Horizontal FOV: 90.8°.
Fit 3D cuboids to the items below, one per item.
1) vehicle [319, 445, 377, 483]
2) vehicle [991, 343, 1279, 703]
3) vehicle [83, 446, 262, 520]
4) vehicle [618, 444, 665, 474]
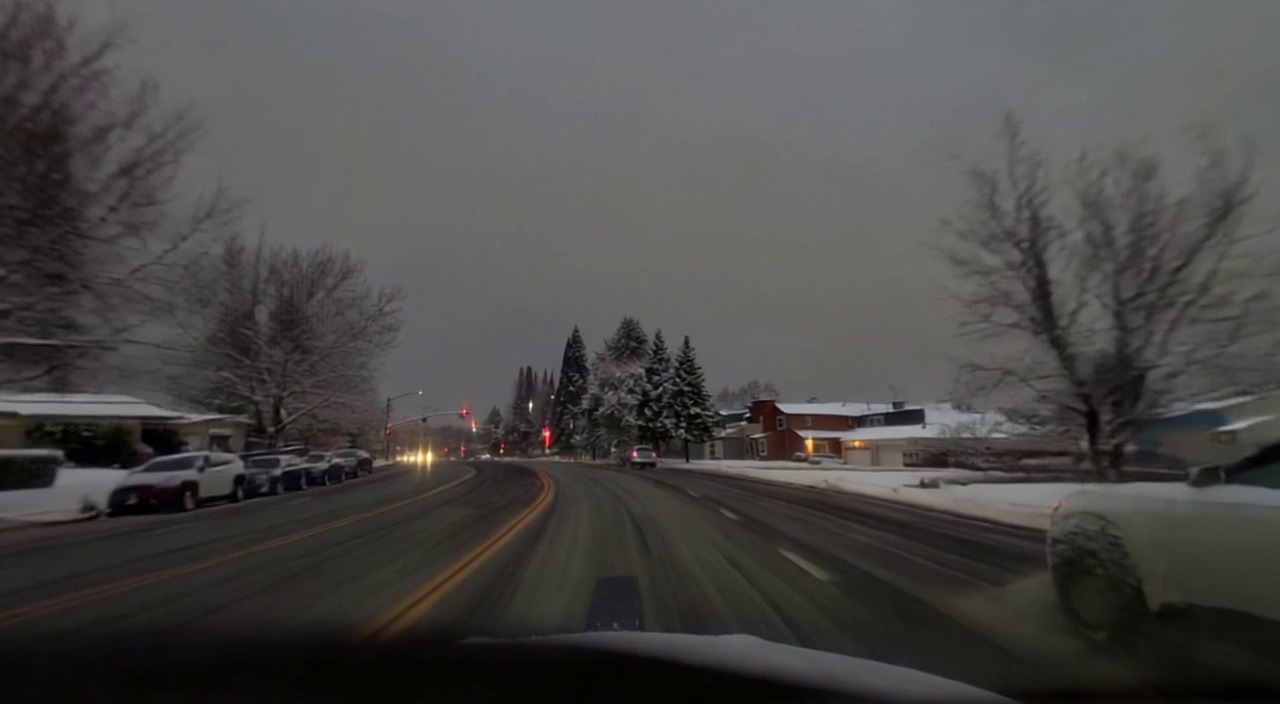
[{"bbox_3d":[-16.272,6.212,35.489,1.993,1.801,5.201,-1,-8,-13],"label":"vehicle"},{"bbox_3d":[3.916,0.824,2.443,2.081,1.828,5.138,0,-9,-1],"label":"vehicle"},{"bbox_3d":[-13.138,3.632,18.240,2.146,1.806,4.733,1,-9,-10],"label":"vehicle"},{"bbox_3d":[0.002,6.284,37.392,1.951,1.620,4.582,2,-9,-11],"label":"vehicle"}]
